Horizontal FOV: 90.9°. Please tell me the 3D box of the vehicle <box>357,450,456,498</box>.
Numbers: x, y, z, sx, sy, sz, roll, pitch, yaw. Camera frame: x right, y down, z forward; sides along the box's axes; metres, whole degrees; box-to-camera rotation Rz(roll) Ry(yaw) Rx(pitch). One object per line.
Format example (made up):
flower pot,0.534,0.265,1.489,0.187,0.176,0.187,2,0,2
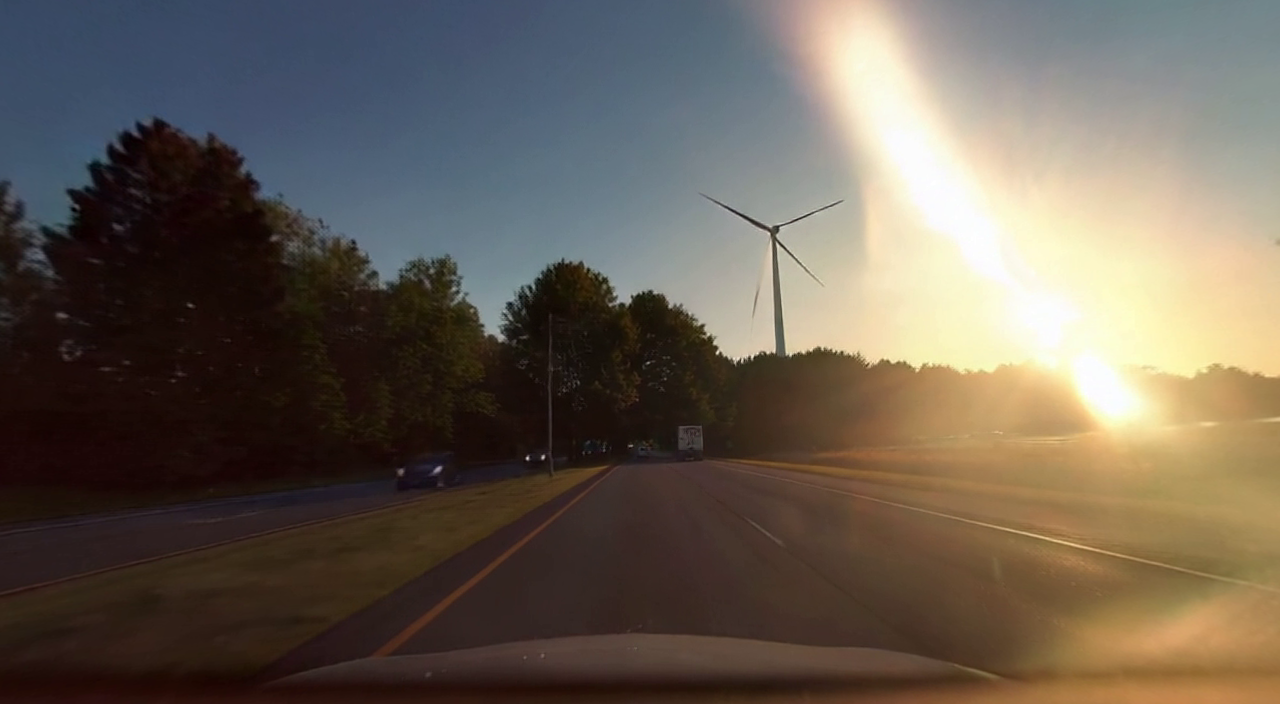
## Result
vehicle,-8.596,4.493,23.656,2.074,1.607,4.254,0,-9,0
